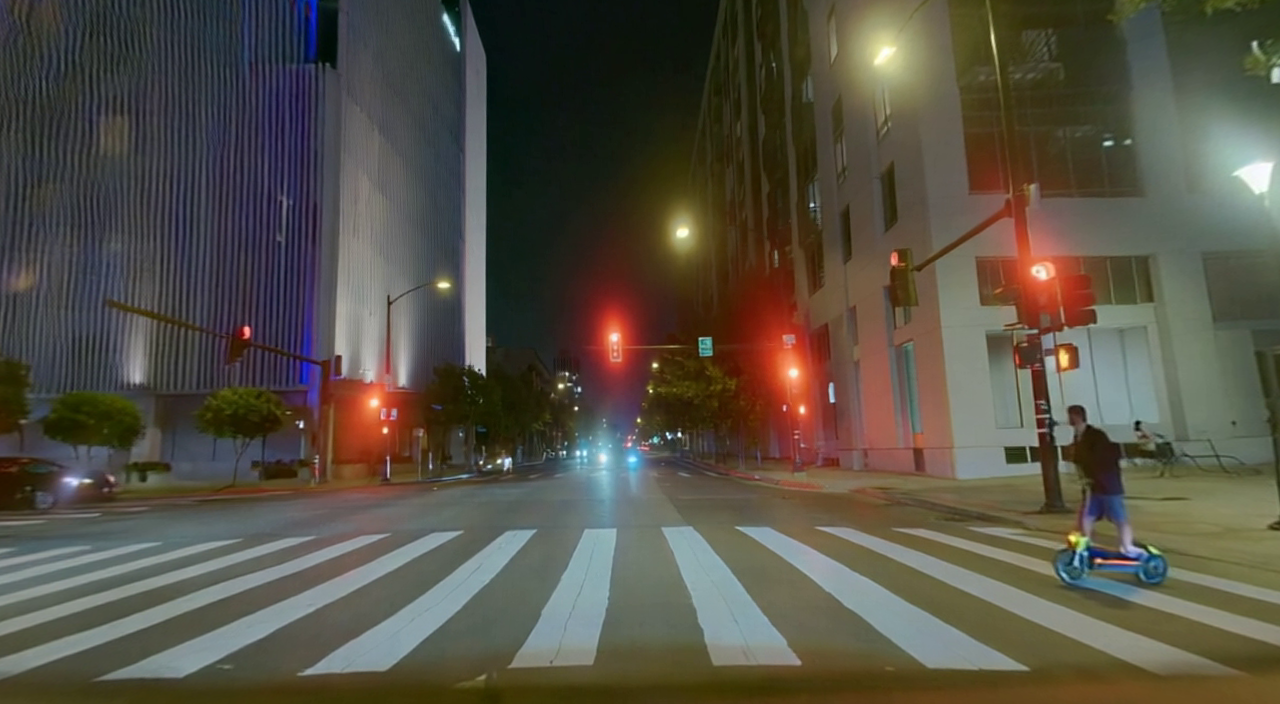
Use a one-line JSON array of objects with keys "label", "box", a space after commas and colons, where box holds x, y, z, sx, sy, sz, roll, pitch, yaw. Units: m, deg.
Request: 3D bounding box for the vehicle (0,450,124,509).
[{"label": "vehicle", "box": [-18.622, 3.752, 18.794, 4.641, 1.616, 2.051, 0, -8, -1]}]
